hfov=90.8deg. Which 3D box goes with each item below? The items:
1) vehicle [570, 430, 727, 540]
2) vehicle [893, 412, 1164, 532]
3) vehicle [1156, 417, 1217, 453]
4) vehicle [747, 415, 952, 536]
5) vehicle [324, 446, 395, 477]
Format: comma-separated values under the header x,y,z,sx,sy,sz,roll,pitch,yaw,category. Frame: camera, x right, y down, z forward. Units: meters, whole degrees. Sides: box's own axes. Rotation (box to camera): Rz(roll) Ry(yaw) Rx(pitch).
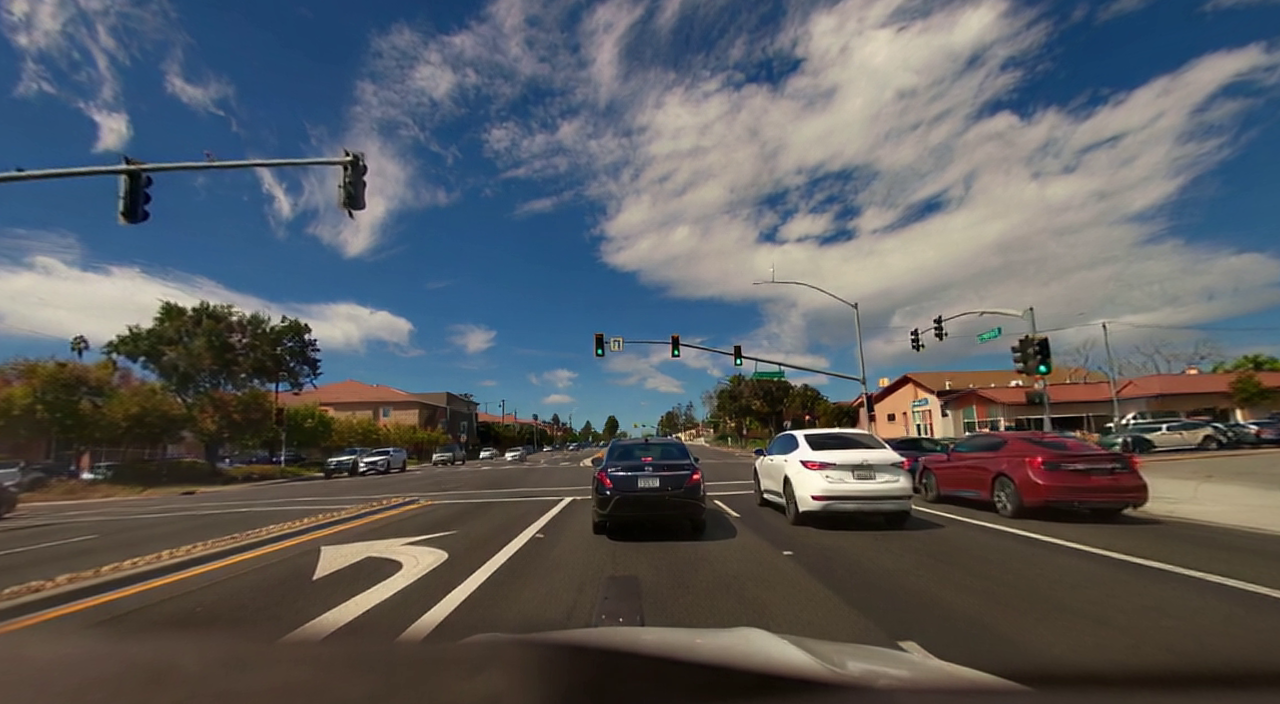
x,y,z,sx,sy,sz,roll,pitch,yaw,category
0.084,2.126,10.741,2.135,1.468,4.076,0,-8,-1,vehicle
6.446,2.035,11.256,2.009,1.700,4.275,0,-8,-1,vehicle
34.030,5.184,39.273,5.099,2.063,2.237,8,-12,-44,vehicle
3.266,2.046,11.051,1.973,1.633,4.717,0,-8,0,vehicle
-18.612,7.271,42.254,2.324,1.911,5.610,0,-8,-2,vehicle
